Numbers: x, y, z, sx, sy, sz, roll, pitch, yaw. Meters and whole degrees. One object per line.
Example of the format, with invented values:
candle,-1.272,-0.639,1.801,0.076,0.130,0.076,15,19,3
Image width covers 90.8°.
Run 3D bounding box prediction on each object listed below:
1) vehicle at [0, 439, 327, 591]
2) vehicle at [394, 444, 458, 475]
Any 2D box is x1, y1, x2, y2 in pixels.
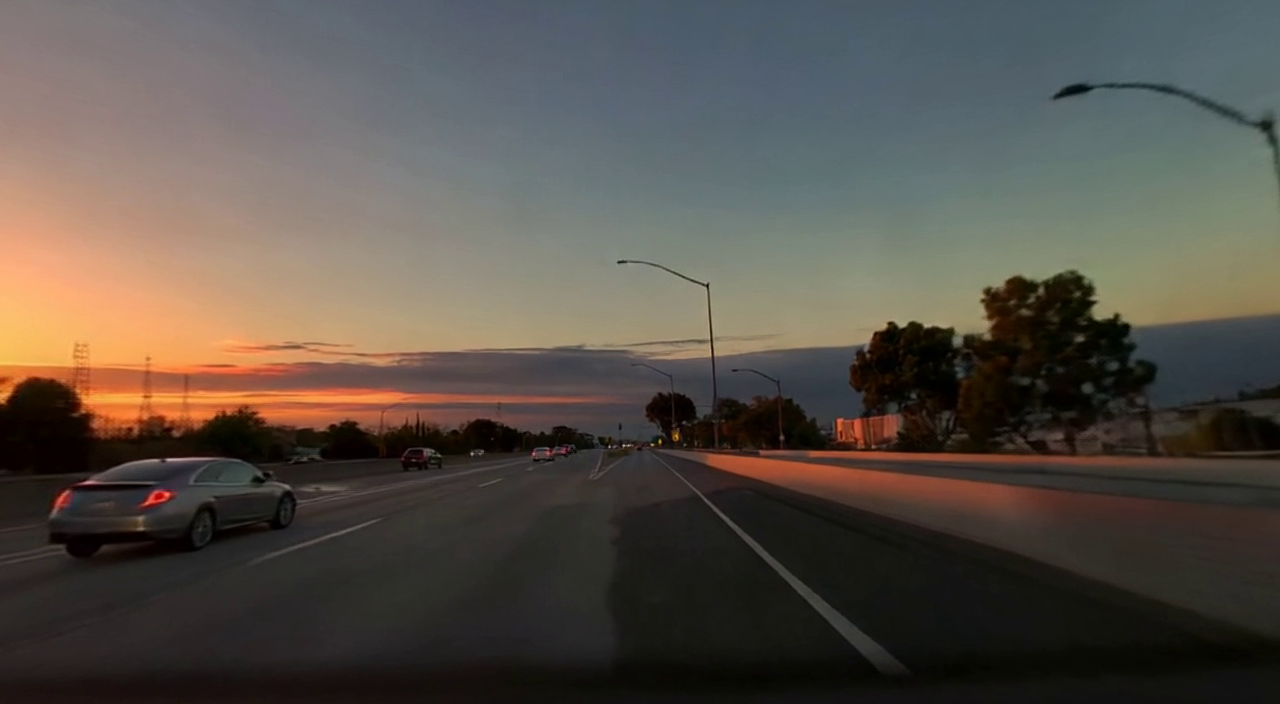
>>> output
vehicle,-6.393,1.978,8.691,1.940,1.479,4.777,0,-9,-3
vehicle,-12.280,6.169,36.602,2.126,1.671,5.173,0,-9,-3
